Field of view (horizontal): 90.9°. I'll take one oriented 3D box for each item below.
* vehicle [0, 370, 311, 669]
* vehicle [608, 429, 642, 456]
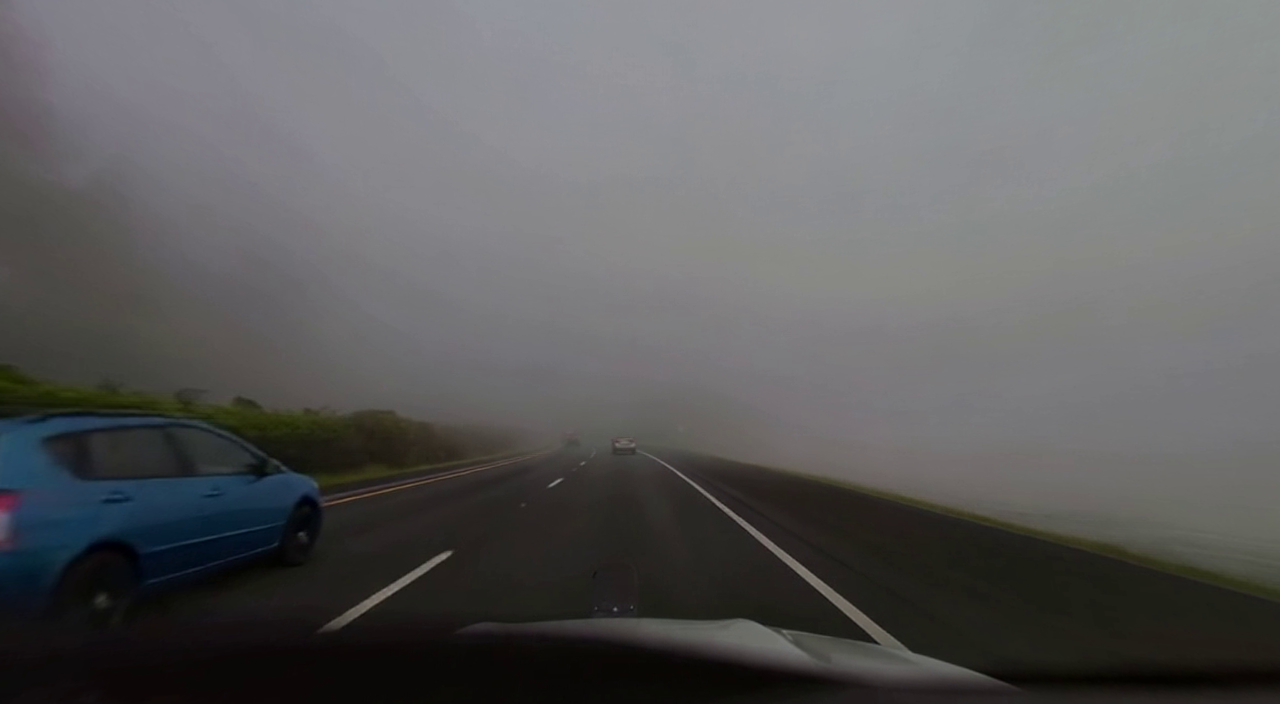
[{"bbox_3d":[-4.543,1.032,4.294,2.039,1.627,4.844,0,-8,-1],"label":"vehicle"},{"bbox_3d":[-1.020,5.783,40.169,2.041,1.618,3.898,0,-8,-3],"label":"vehicle"}]
